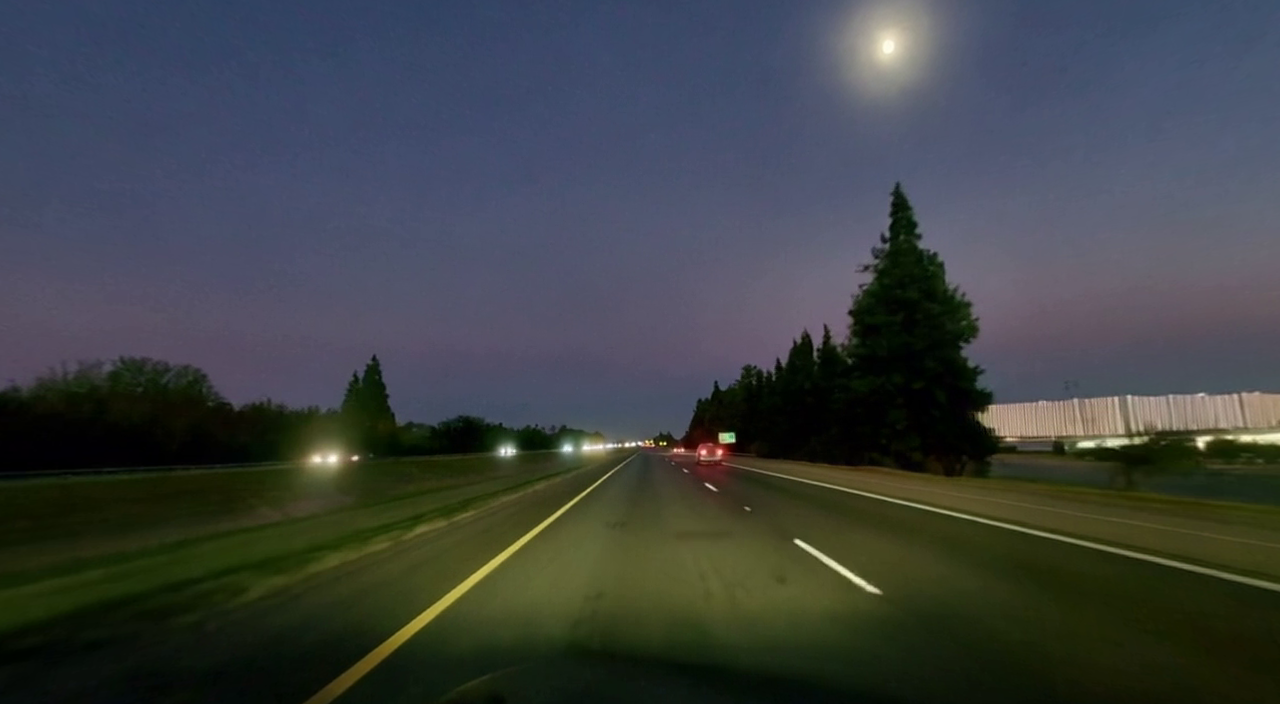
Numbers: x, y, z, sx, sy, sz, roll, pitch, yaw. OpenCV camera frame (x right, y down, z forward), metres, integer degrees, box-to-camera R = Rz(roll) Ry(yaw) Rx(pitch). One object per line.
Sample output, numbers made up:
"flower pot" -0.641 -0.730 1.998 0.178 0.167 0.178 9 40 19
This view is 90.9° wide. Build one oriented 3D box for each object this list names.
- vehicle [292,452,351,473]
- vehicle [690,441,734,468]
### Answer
"vehicle" -24.102 8.360 47.895 1.897 1.462 4.861 0 -8 0
"vehicle" 4.229 6.100 37.678 2.062 1.518 4.026 0 -8 -1
